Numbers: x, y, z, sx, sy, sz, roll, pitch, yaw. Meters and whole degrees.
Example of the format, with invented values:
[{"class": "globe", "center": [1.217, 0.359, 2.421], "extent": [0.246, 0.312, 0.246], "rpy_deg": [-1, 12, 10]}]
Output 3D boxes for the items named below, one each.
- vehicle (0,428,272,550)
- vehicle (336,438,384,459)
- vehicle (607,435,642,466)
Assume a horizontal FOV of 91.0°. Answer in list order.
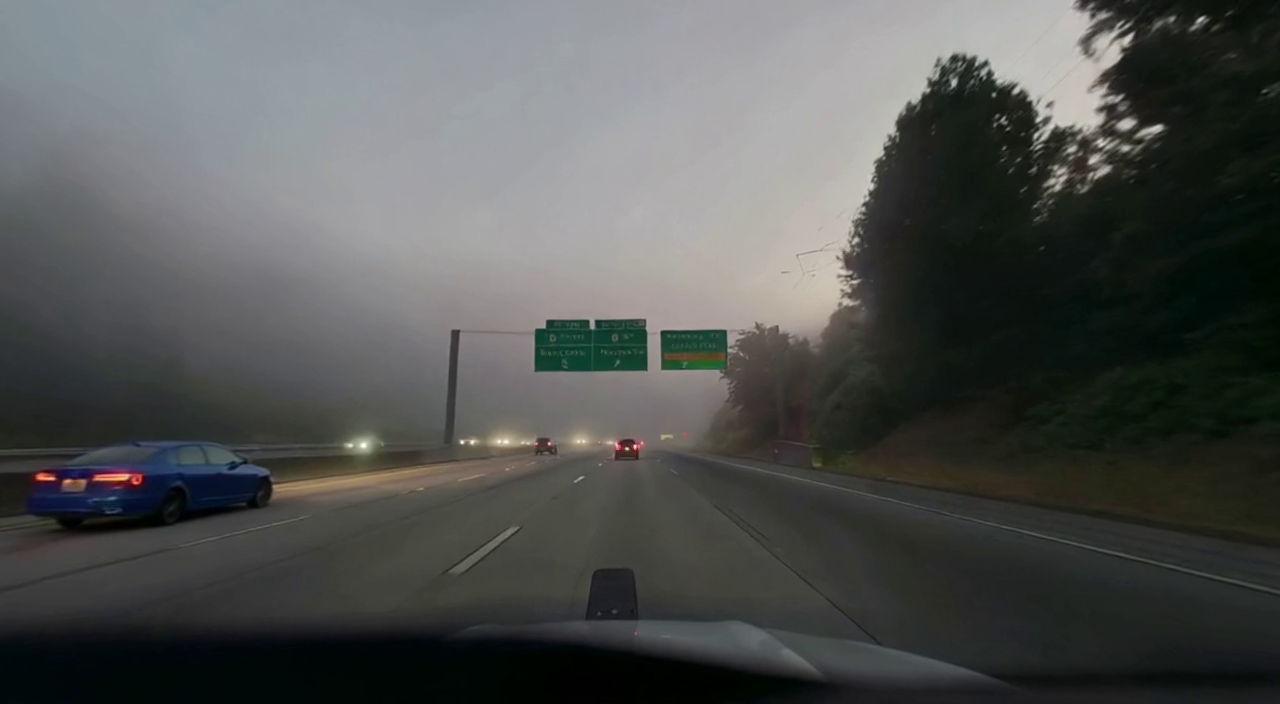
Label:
[{"class": "vehicle", "center": [-8.146, 2.002, 9.966], "extent": [2.047, 1.486, 4.306], "rpy_deg": [0, -8, -1]}, {"class": "vehicle", "center": [-20.124, 6.928, 45.331], "extent": [1.750, 1.449, 3.748], "rpy_deg": [0, -8, -1]}, {"class": "vehicle", "center": [-0.935, 5.949, 38.142], "extent": [2.040, 1.715, 3.906], "rpy_deg": [0, -8, -1]}]
